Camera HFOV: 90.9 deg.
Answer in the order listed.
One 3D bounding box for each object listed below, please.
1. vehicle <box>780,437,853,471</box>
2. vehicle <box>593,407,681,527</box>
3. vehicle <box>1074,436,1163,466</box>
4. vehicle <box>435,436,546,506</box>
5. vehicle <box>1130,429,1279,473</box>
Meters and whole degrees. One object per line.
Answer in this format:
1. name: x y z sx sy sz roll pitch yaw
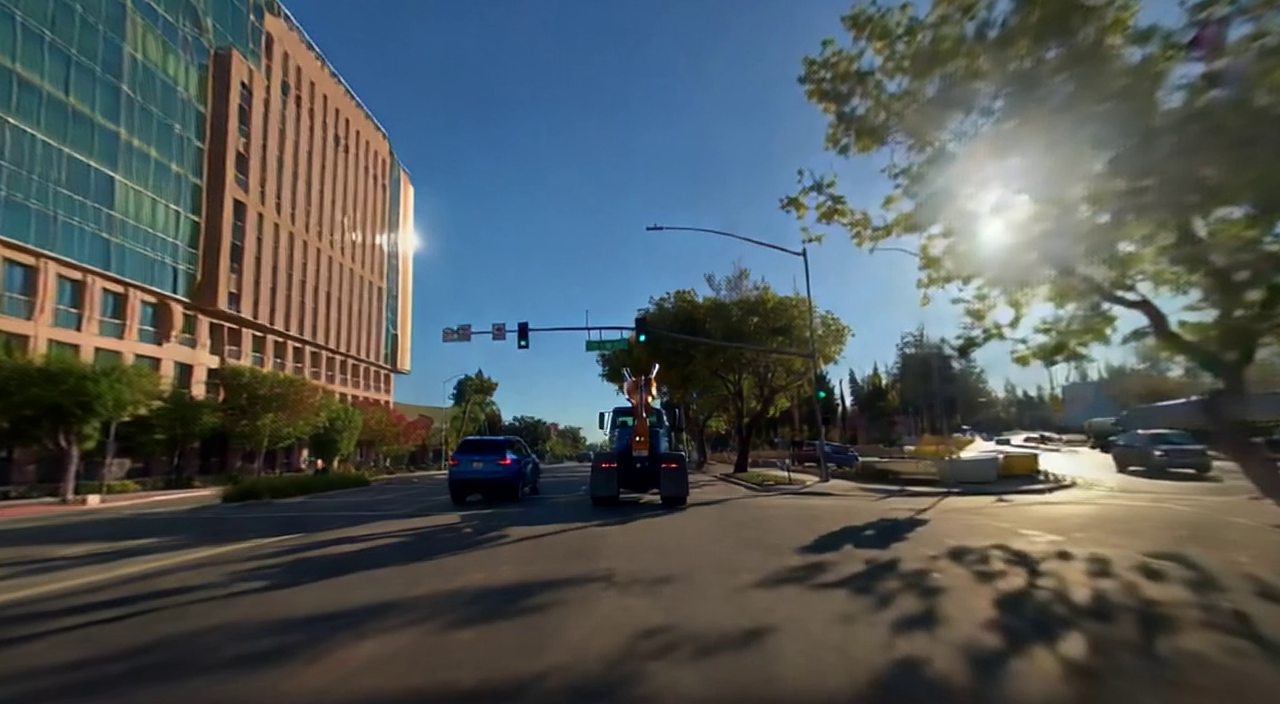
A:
1. vehicle: 10.131 5.898 36.664 2.186 1.783 4.716 0 -9 -11
2. vehicle: -0.215 4.213 24.075 2.552 3.461 11.044 0 -9 -1
3. vehicle: 25.454 5.255 33.574 3.565 1.369 1.647 -1 -9 -12
4. vehicle: -3.961 3.222 17.529 2.081 1.688 4.235 0 -9 0
5. vehicle: 20.775 3.657 23.081 1.767 1.440 4.261 1 -10 -10
